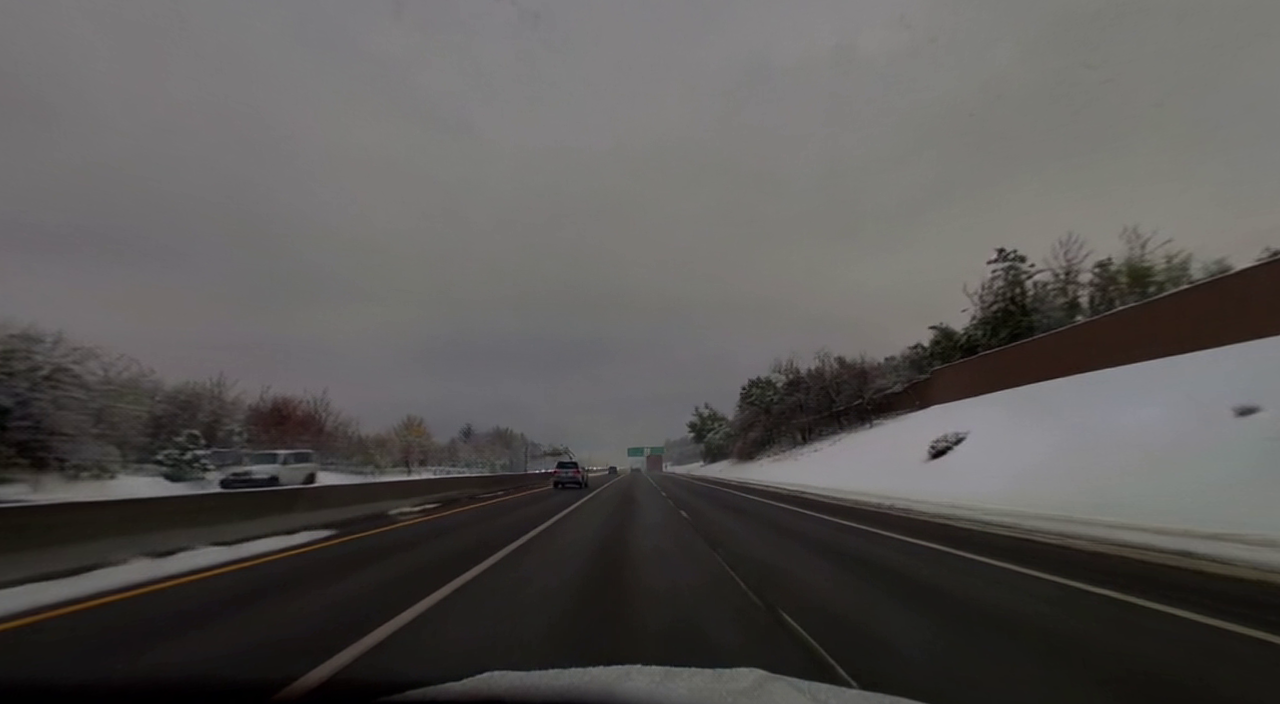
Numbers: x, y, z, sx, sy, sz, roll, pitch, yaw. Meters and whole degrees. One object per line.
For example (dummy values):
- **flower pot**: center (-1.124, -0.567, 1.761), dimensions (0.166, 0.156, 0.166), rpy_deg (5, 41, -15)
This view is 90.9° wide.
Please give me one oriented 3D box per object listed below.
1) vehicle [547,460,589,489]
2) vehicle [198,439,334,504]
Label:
- **vehicle**: center (-4.615, 7.984, 41.289), dimensions (2.178, 1.736, 4.847), rpy_deg (1, -10, 0)
- **vehicle**: center (-20.284, 6.575, 34.858), dimensions (2.904, 3.124, 7.327), rpy_deg (1, -10, 0)
